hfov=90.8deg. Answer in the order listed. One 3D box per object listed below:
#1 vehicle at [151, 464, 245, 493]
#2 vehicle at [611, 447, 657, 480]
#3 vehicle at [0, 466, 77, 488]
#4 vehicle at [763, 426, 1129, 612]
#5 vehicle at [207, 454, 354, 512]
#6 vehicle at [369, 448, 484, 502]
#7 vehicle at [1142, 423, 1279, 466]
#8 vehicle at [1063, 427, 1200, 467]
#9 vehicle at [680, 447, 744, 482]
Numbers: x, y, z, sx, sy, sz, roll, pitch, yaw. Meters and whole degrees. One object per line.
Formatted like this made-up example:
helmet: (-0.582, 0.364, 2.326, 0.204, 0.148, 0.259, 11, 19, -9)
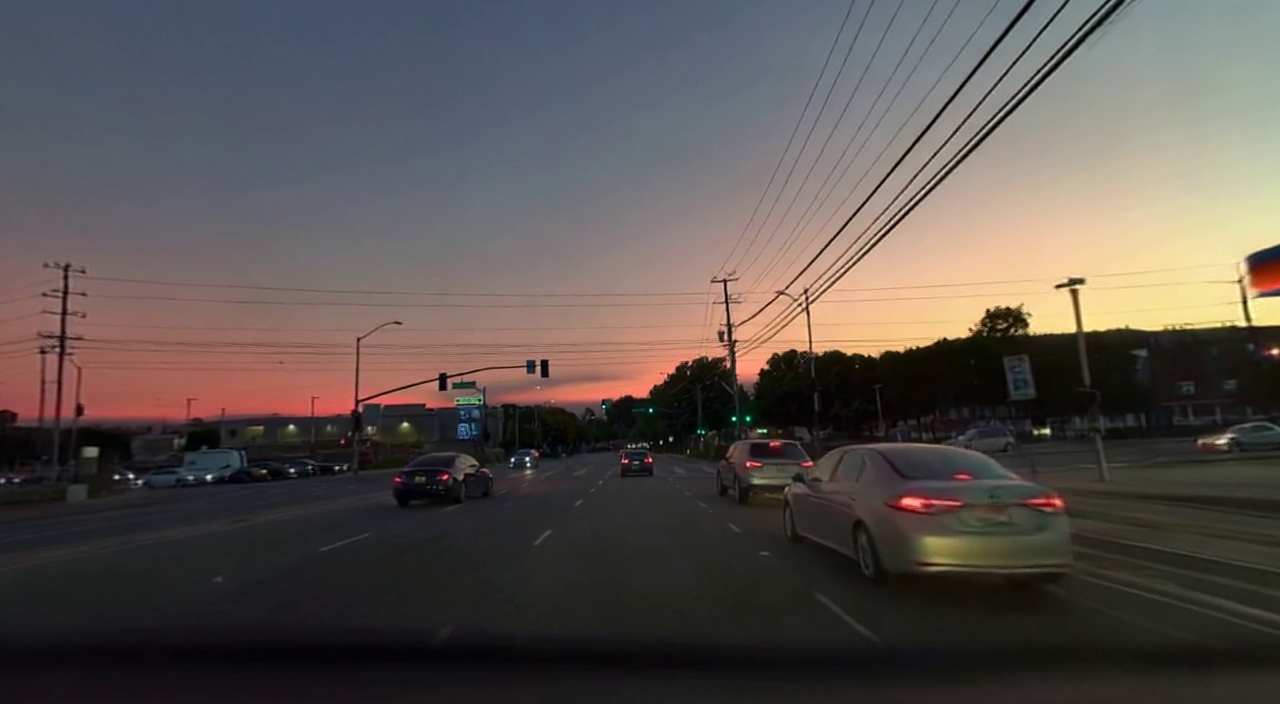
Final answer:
vehicle: (-27.851, 7.940, 39.838, 4.989, 1.567, 2.075, -2, -10, 17)
vehicle: (-0.320, 5.361, 30.656, 2.065, 1.484, 3.894, 0, -9, -1)
vehicle: (-47.047, 9.681, 48.923, 4.812, 1.493, 1.991, 0, -9, -1)
vehicle: (2.946, 1.696, 7.406, 1.945, 1.470, 4.363, 0, -9, -2)
vehicle: (-10.908, 3.968, 19.657, 1.985, 1.512, 4.433, -1, -9, 0)
vehicle: (-6.437, 3.728, 19.590, 2.075, 1.470, 4.190, -1, -9, 0)
vehicle: (24.042, 3.846, 26.135, 1.934, 1.570, 5.073, 1, -9, -7)
vehicle: (19.969, 3.916, 25.988, 2.140, 1.485, 4.425, -1, -9, 2)
vehicle: (3.170, 5.092, 28.909, 2.208, 1.436, 4.542, 0, -9, -2)
